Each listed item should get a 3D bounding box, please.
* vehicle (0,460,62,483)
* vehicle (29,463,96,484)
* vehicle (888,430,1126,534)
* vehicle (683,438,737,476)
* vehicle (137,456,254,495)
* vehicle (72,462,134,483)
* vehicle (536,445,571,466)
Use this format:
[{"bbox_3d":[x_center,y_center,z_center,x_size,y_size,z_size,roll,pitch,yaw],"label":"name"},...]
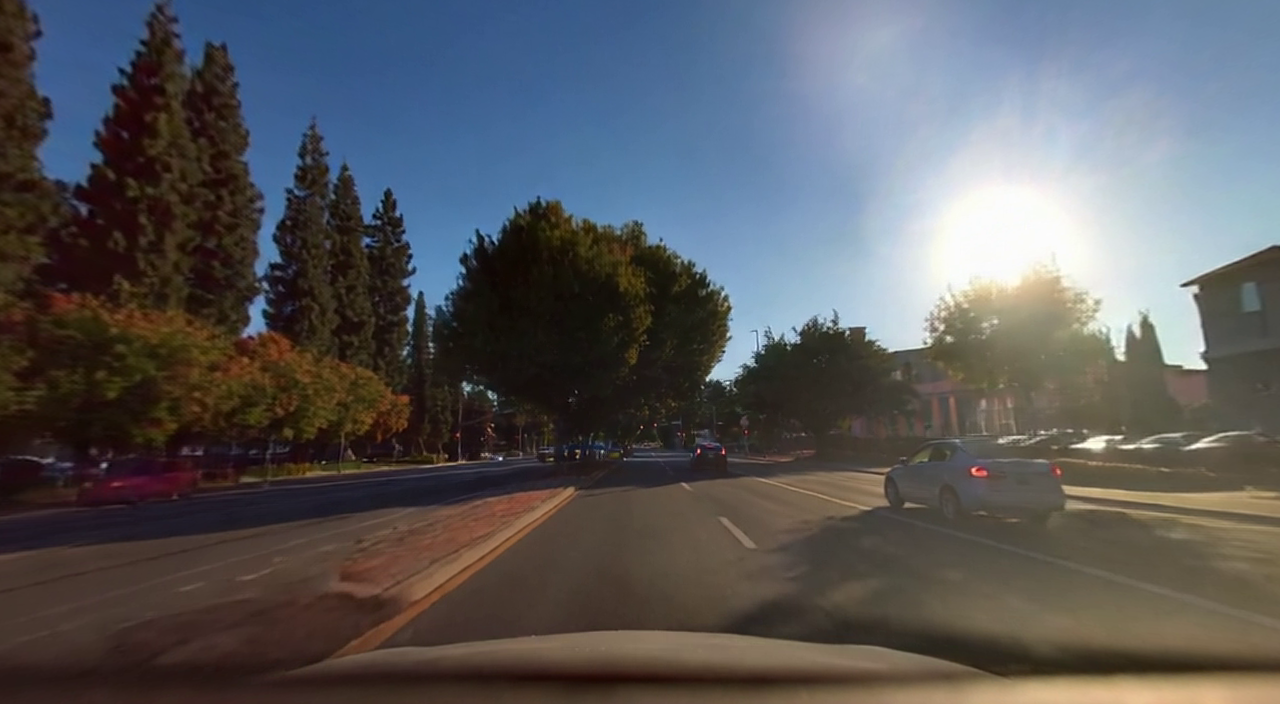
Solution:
[{"bbox_3d":[-46.866,9.121,48.299,1.703,1.544,3.745,0,-9,-1],"label":"vehicle"},{"bbox_3d":[-43.999,9.243,48.215,1.702,1.416,3.637,0,-9,-2],"label":"vehicle"},{"bbox_3d":[6.653,2.383,12.179,2.000,1.618,4.238,0,-9,0],"label":"vehicle"},{"bbox_3d":[3.458,5.297,32.198,2.095,1.759,4.862,0,-9,-1],"label":"vehicle"},{"bbox_3d":[-20.578,5.708,29.543,1.950,1.604,4.756,0,-9,1],"label":"vehicle"},{"bbox_3d":[-41.096,9.214,48.419,1.640,1.377,3.557,0,-9,-1],"label":"vehicle"},{"bbox_3d":[-6.550,7.836,47.988,1.970,1.483,4.269,0,-9,1],"label":"vehicle"}]
